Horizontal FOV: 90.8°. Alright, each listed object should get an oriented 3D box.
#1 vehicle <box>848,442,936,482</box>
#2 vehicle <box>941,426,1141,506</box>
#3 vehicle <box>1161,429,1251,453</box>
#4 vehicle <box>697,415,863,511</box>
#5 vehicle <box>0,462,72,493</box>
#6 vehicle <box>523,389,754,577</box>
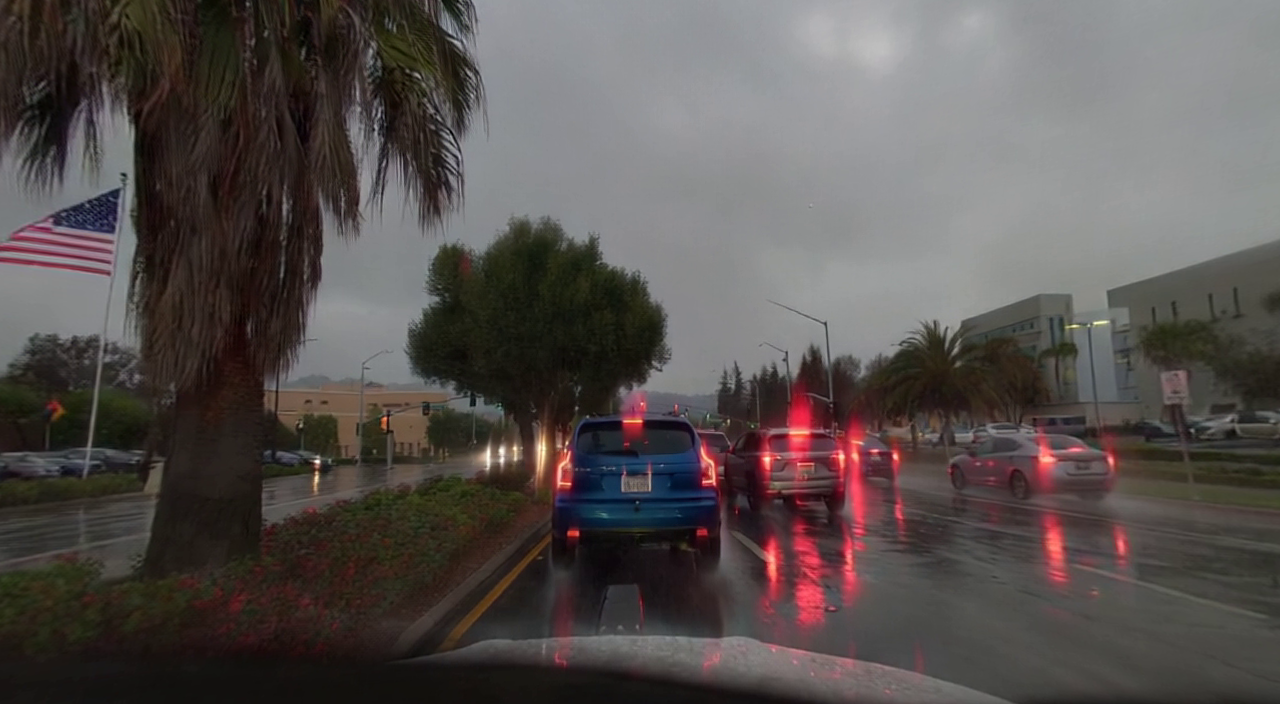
[{"bbox_3d":[10.174,4.456,25.871,1.855,1.495,4.143,0,-9,-1],"label":"vehicle"},{"bbox_3d":[10.033,2.882,16.401,2.155,1.779,4.582,0,-9,0],"label":"vehicle"},{"bbox_3d":[36.420,5.764,40.837,1.839,1.455,4.395,0,-9,2],"label":"vehicle"},{"bbox_3d":[3.250,2.827,16.582,2.773,2.021,6.212,0,-9,-2],"label":"vehicle"},{"bbox_3d":[-45.664,9.076,45.763,6.410,2.078,2.584,0,-9,0],"label":"vehicle"},{"bbox_3d":[-0.121,1.700,8.945,2.402,1.938,4.535,0,-9,-3],"label":"vehicle"}]
